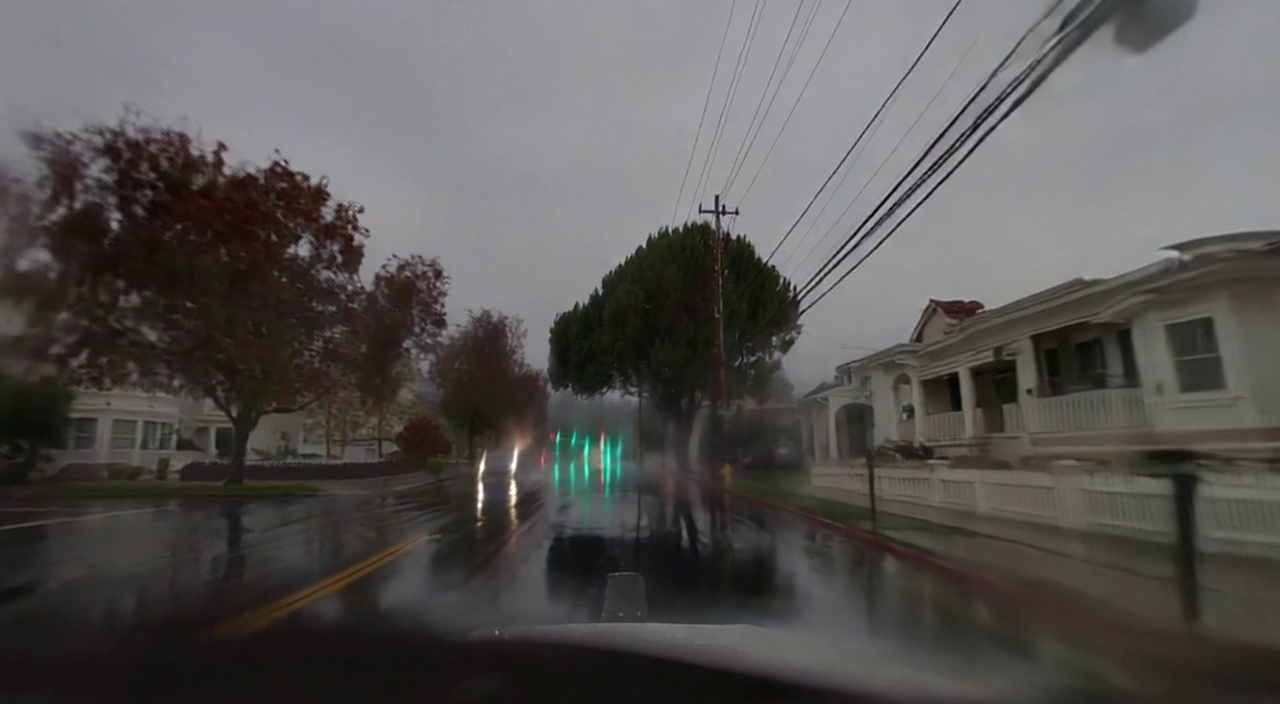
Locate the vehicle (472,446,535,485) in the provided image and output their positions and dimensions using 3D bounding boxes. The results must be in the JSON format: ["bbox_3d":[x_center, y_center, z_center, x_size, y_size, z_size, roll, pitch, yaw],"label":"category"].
[{"bbox_3d":[-5.636,4.710,26.597,1.892,1.501,4.335,0,-8,-3],"label":"vehicle"}]

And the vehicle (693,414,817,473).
[{"bbox_3d":[7.261,5.902,40.477,7.115,3.010,2.378,-4,-11,-9],"label":"vehicle"}]

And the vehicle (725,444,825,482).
[{"bbox_3d":[6.609,5.456,31.287,4.412,1.565,1.957,-3,-9,-2],"label":"vehicle"}]
